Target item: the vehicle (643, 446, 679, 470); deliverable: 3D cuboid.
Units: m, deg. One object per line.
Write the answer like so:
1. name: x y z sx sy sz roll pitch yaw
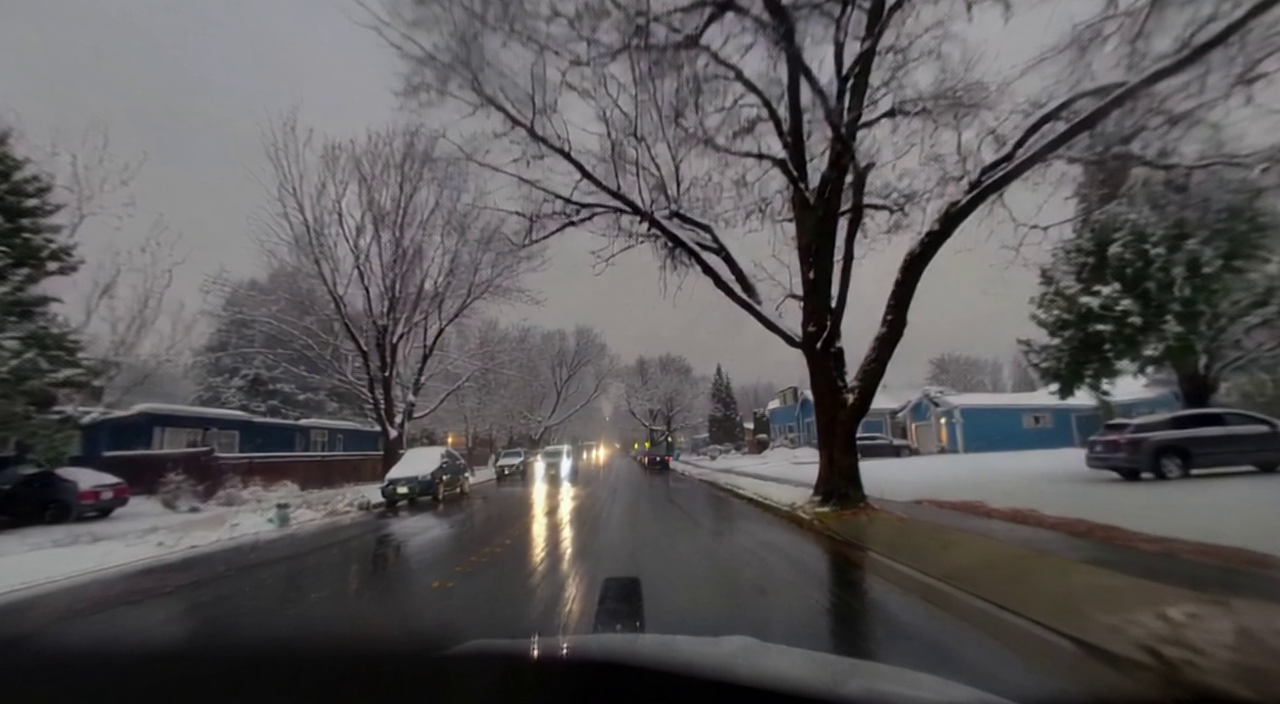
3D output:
1. vehicle: 1.374 7.199 42.967 1.996 1.516 4.122 1 -9 -5

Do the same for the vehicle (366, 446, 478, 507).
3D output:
1. vehicle: -6.635 3.803 19.754 2.031 1.662 4.194 0 -9 -1

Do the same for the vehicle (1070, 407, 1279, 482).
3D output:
1. vehicle: 12.342 2.023 13.743 4.389 1.480 2.038 -2 -9 10

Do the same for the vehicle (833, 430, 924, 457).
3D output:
1. vehicle: 13.049 5.073 34.820 4.370 1.433 1.889 -2 -9 12

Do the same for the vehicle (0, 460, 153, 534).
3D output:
1. vehicle: -13.938 3.222 14.378 4.487 1.464 1.889 -2 -9 11

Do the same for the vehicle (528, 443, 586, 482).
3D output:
1. vehicle: -3.818 5.182 29.868 2.106 1.688 4.392 0 -9 0

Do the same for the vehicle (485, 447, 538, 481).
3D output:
1. vehicle: -6.841 5.991 34.101 2.033 1.721 4.328 0 -9 -1
